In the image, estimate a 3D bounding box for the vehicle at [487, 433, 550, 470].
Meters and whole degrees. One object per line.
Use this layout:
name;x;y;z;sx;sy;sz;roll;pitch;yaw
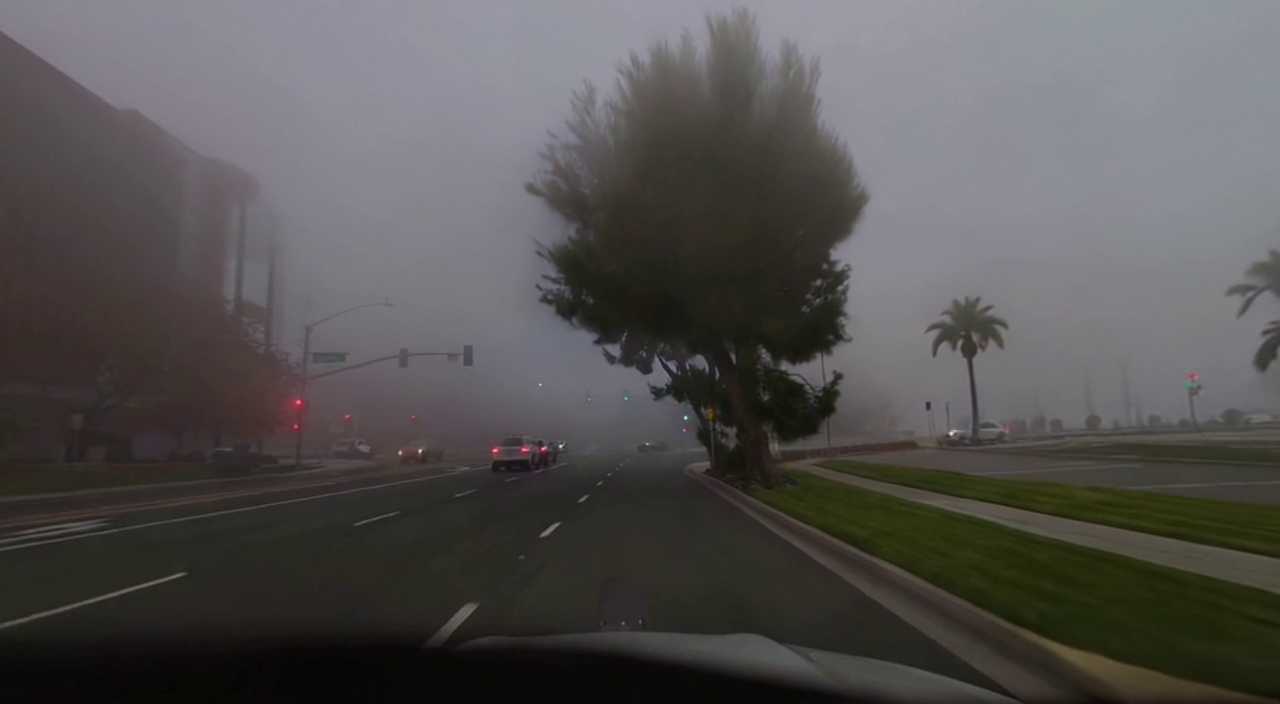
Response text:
vehicle;-6.021;4.972;31.631;2.121;1.731;4.707;0;-8;2
